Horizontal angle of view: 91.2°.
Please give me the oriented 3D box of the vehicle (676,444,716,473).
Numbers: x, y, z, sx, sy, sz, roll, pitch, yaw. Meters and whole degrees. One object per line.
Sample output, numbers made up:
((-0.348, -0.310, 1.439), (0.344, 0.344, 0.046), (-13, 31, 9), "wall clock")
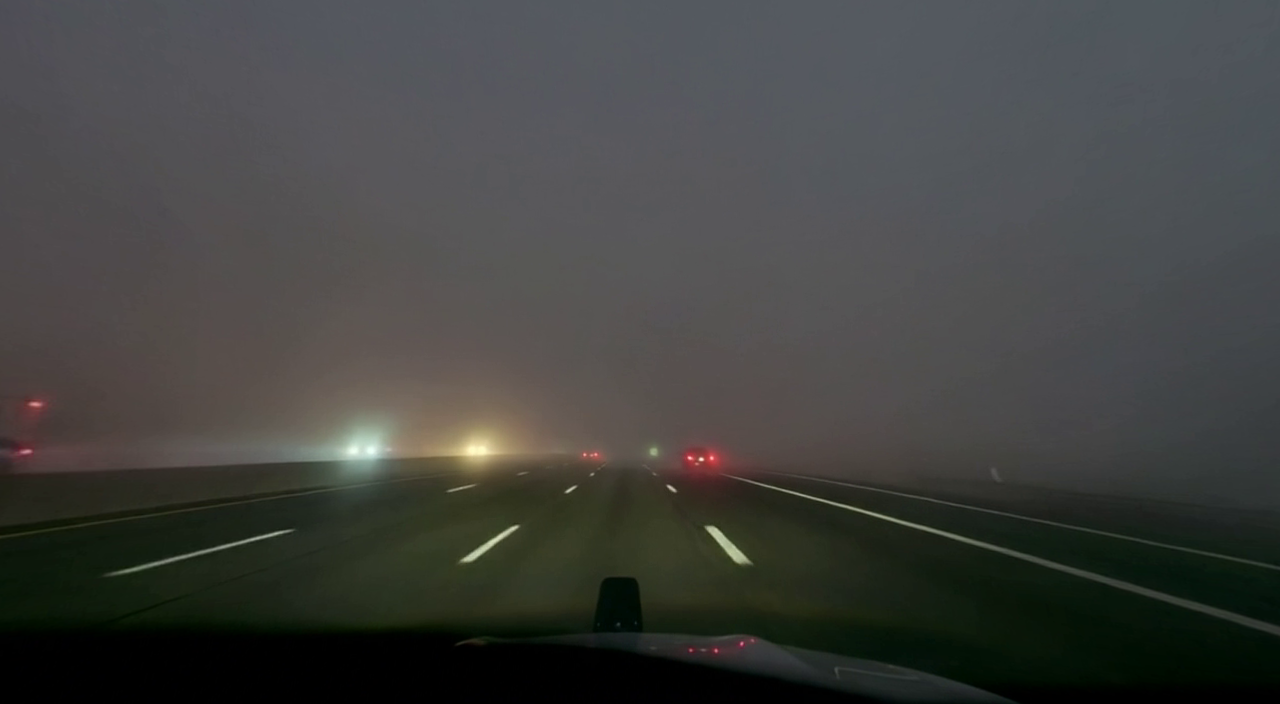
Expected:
((3.134, 6.101, 35.967), (1.895, 1.555, 4.030), (0, -9, 0), "vehicle")
